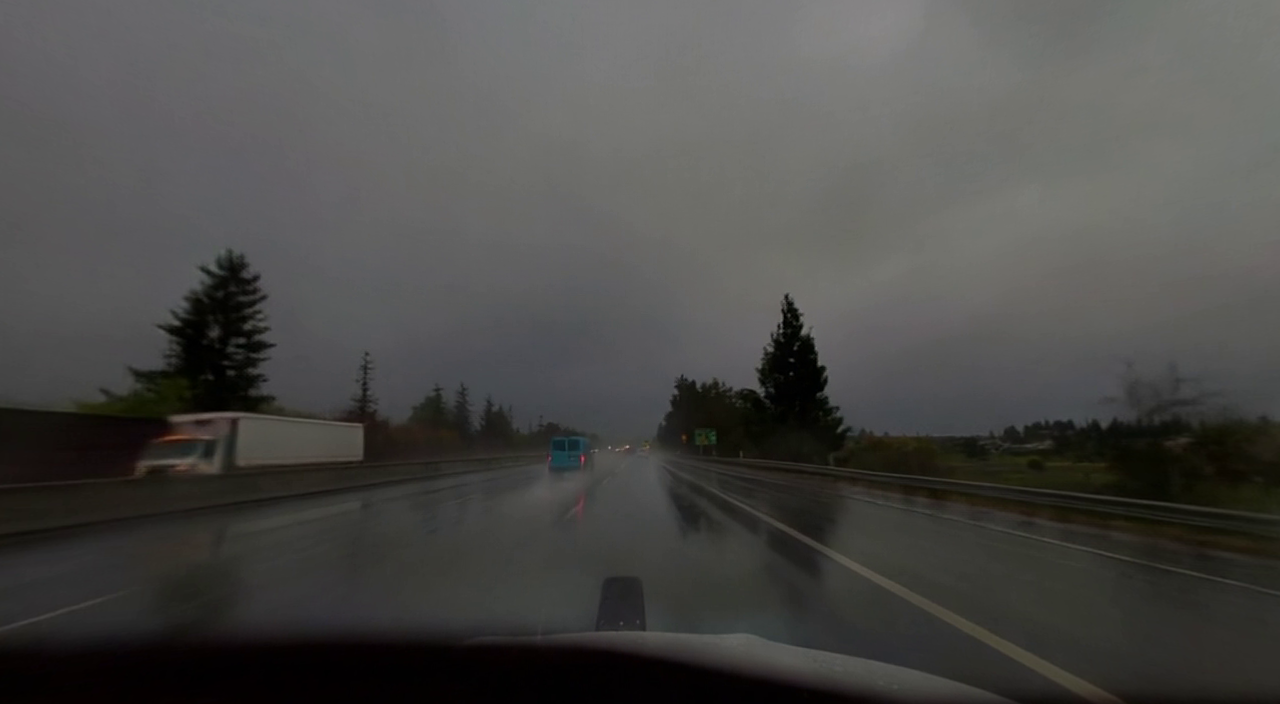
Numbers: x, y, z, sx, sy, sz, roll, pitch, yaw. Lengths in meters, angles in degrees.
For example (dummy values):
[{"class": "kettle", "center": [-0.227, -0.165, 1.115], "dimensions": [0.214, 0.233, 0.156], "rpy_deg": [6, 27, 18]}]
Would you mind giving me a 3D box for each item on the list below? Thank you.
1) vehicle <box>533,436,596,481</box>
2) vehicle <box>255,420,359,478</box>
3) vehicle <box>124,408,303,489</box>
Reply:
[{"class": "vehicle", "center": [-3.512, 5.110, 30.536], "dimensions": [2.349, 1.973, 5.419], "rpy_deg": [0, -9, 0]}, {"class": "vehicle", "center": [-24.162, 7.123, 46.456], "dimensions": [2.928, 3.860, 8.514], "rpy_deg": [0, -9, 0]}, {"class": "vehicle", "center": [-24.105, 5.607, 36.798], "dimensions": [3.017, 3.992, 10.608], "rpy_deg": [0, -9, 0]}]
